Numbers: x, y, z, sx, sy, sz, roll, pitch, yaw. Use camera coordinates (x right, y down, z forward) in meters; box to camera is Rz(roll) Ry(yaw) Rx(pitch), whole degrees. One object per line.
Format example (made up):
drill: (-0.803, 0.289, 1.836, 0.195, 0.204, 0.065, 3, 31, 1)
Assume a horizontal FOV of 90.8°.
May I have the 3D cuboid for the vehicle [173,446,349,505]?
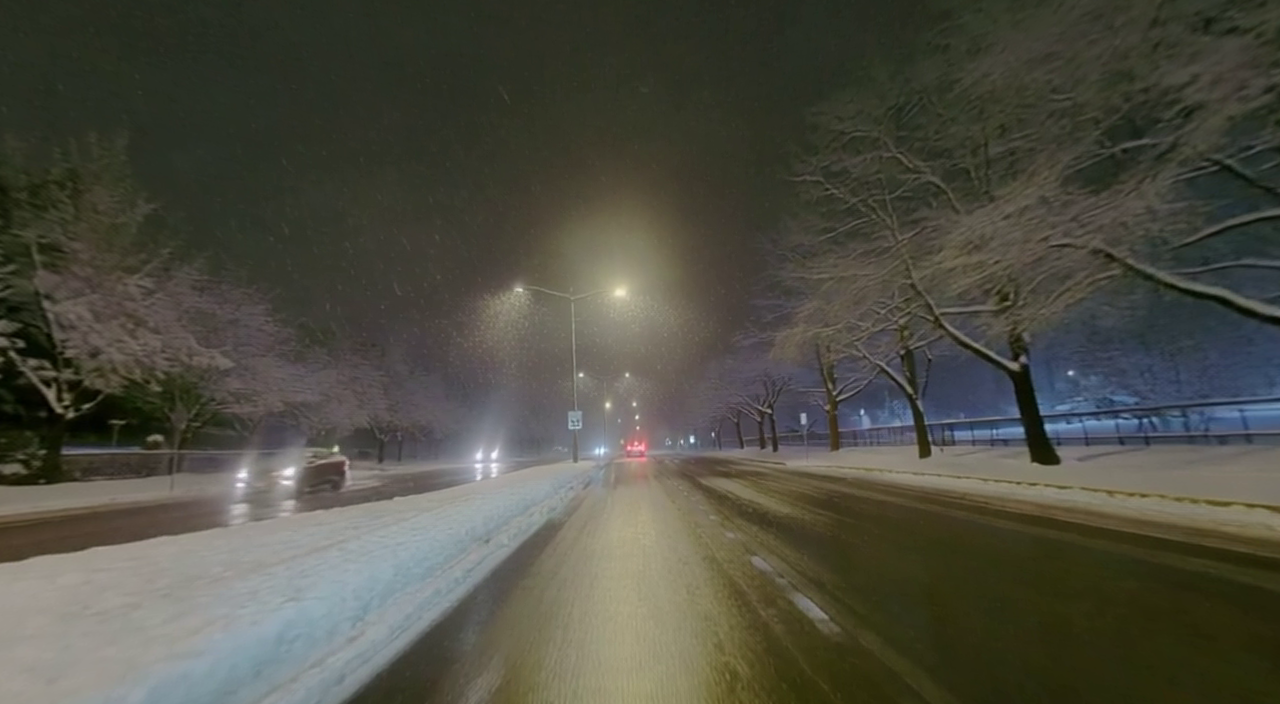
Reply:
vehicle: (-10.815, 3.514, 18.564, 2.173, 1.460, 4.661, 0, -8, 2)
